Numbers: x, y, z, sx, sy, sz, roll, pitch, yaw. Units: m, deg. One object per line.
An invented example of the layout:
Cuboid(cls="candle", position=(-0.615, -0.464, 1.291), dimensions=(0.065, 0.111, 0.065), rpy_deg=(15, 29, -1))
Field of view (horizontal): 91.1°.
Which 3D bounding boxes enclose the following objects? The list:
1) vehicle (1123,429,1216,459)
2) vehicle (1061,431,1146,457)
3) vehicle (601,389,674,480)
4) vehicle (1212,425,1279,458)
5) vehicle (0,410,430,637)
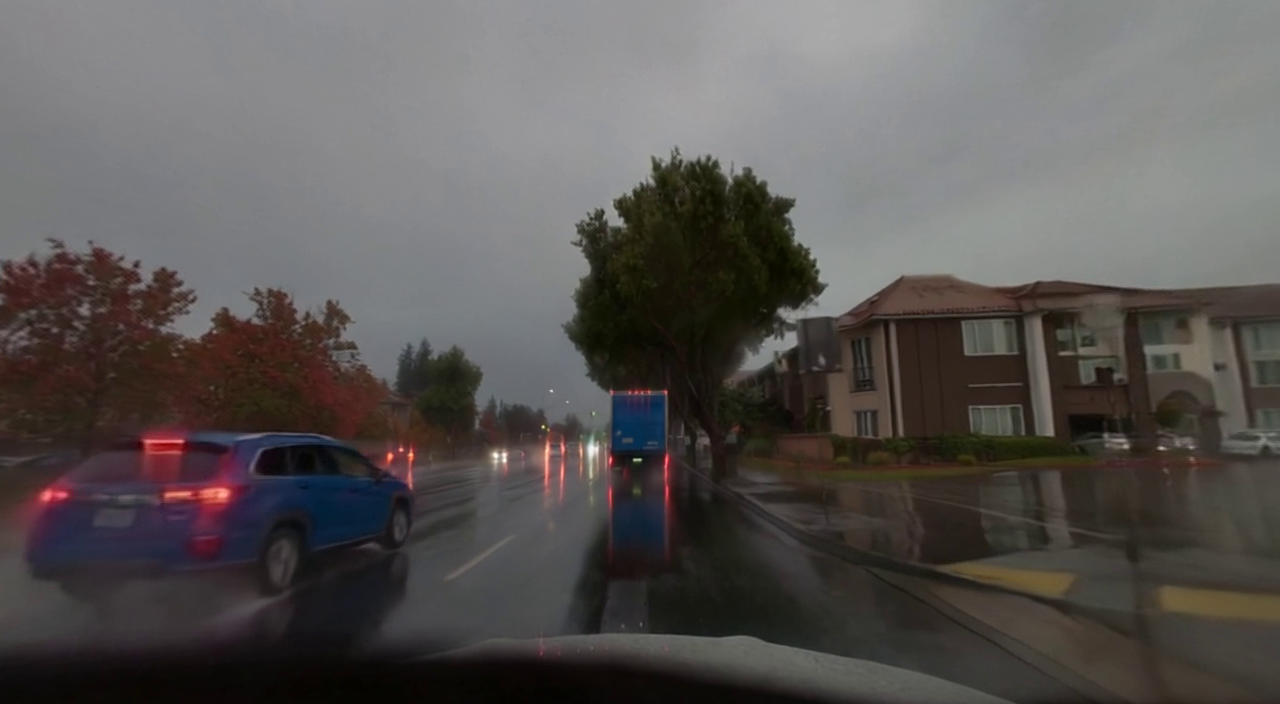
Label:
Cuboid(cls="vehicle", position=(27.423, 4.775, 32.540), dimensions=(3.341, 1.387, 1.619), rpy_deg=(-1, -8, -3))
Cuboid(cls="vehicle", position=(25.859, 5.145, 35.098), dimensions=(3.503, 1.419, 1.646), rpy_deg=(1, -9, -4))
Cuboid(cls="vehicle", position=(-0.006, 3.980, 29.713), dimensions=(2.905, 3.644, 8.807), rpy_deg=(0, -9, 1))
Cuboid(cls="vehicle", position=(27.540, 3.929, 27.493), dimensions=(3.405, 1.395, 1.600), rpy_deg=(1, -9, -4))
Cuboid(cls="vehicle", position=(-4.057, 1.548, 6.716), dimensions=(2.078, 1.597, 4.355), rpy_deg=(0, -9, 0))
